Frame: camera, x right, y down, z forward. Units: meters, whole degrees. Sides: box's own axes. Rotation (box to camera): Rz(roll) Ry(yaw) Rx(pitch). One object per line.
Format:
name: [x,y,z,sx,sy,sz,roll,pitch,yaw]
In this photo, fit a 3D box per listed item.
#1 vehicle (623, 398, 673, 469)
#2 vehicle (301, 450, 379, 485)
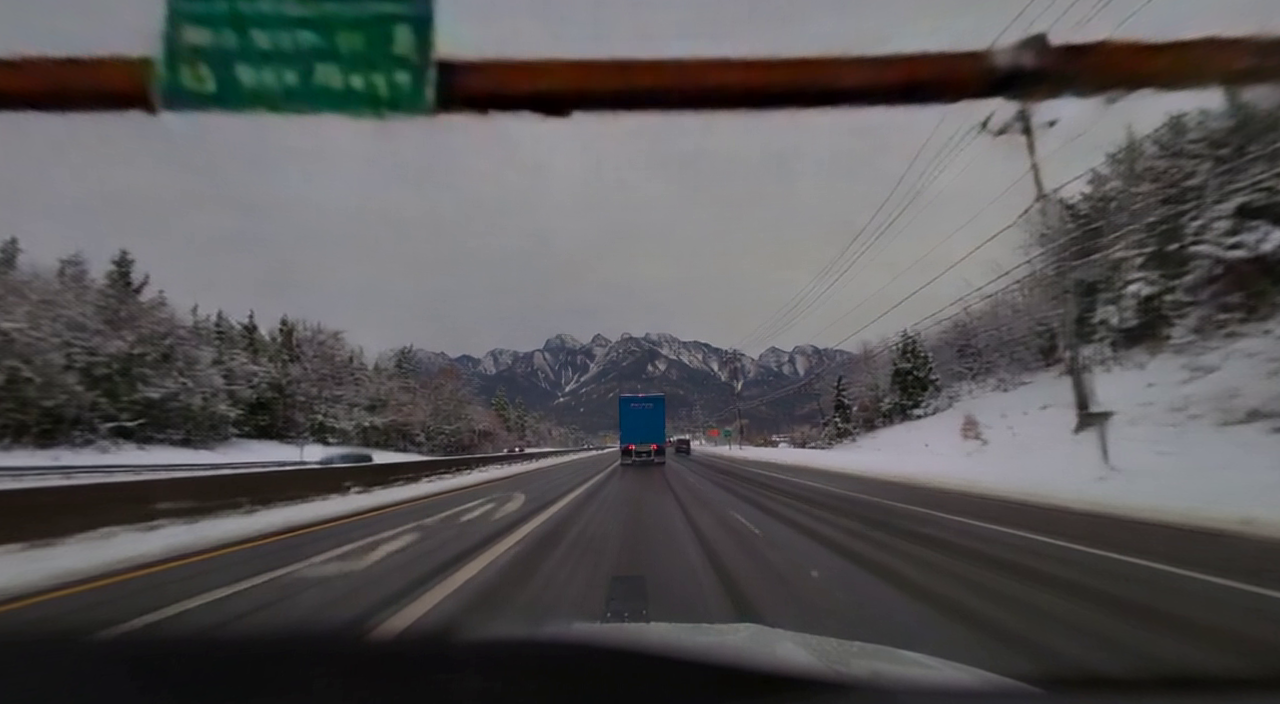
vehicle: [0.363,5.583,42.324,2.919,4.101,11.541,0,-8,-1]
vehicle: [-16.220,6.243,34.398,1.875,1.601,4.906,-3,-8,0]
